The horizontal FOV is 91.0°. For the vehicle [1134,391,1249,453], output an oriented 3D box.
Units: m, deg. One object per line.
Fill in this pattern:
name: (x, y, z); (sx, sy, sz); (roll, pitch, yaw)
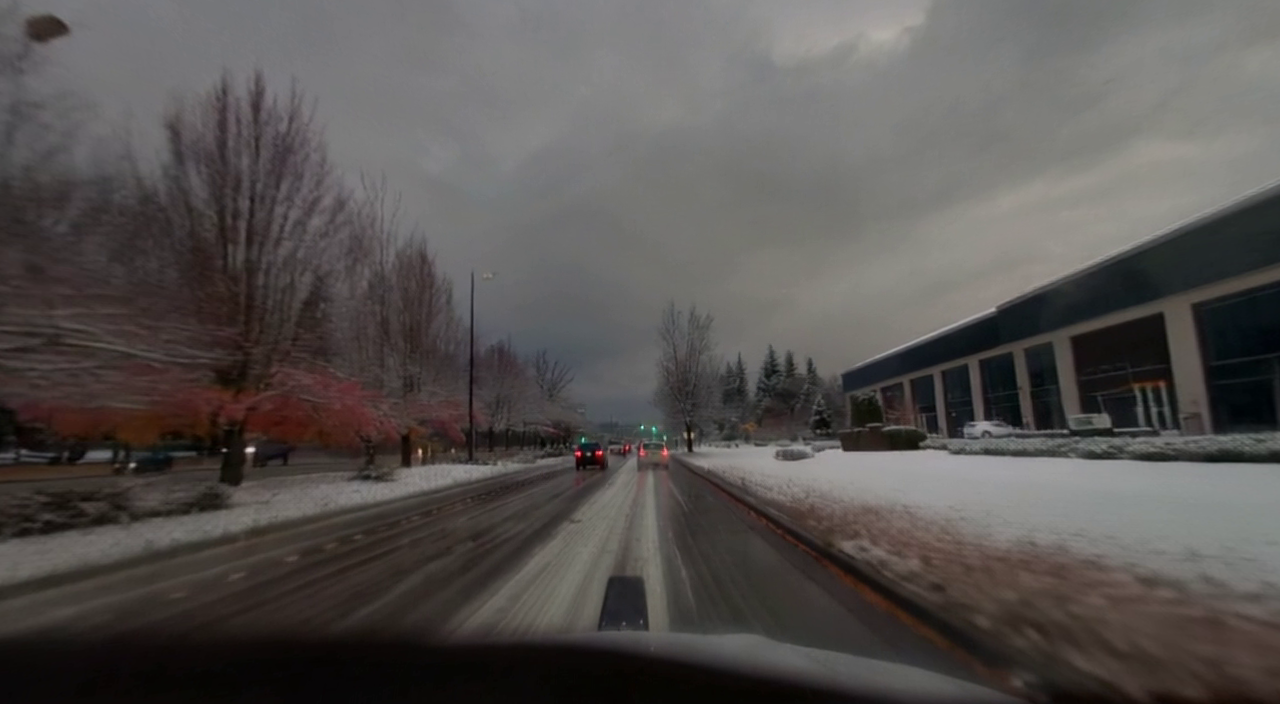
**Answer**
vehicle: (22.977, 2.959, 26.338); (2.673, 2.486, 2.062); (0, -8, -1)

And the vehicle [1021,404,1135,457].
vehicle: (23.095, 4.226, 33.468); (4.440, 2.545, 2.105); (-5, -10, 24)

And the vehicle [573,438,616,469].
vehicle: (-2.603, 5.934, 37.106); (2.197, 1.709, 4.069); (0, -8, 0)

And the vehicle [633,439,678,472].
vehicle: (0.719, 5.001, 30.638); (2.040, 1.493, 3.682); (0, -8, 0)

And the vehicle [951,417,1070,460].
vehicle: (26.709, 6.297, 45.627); (6.918, 2.911, 2.524); (0, -9, -1)

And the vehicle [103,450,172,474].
vehicle: (-36.400, 7.944, 45.693); (1.836, 1.590, 3.860); (0, -8, -1)
